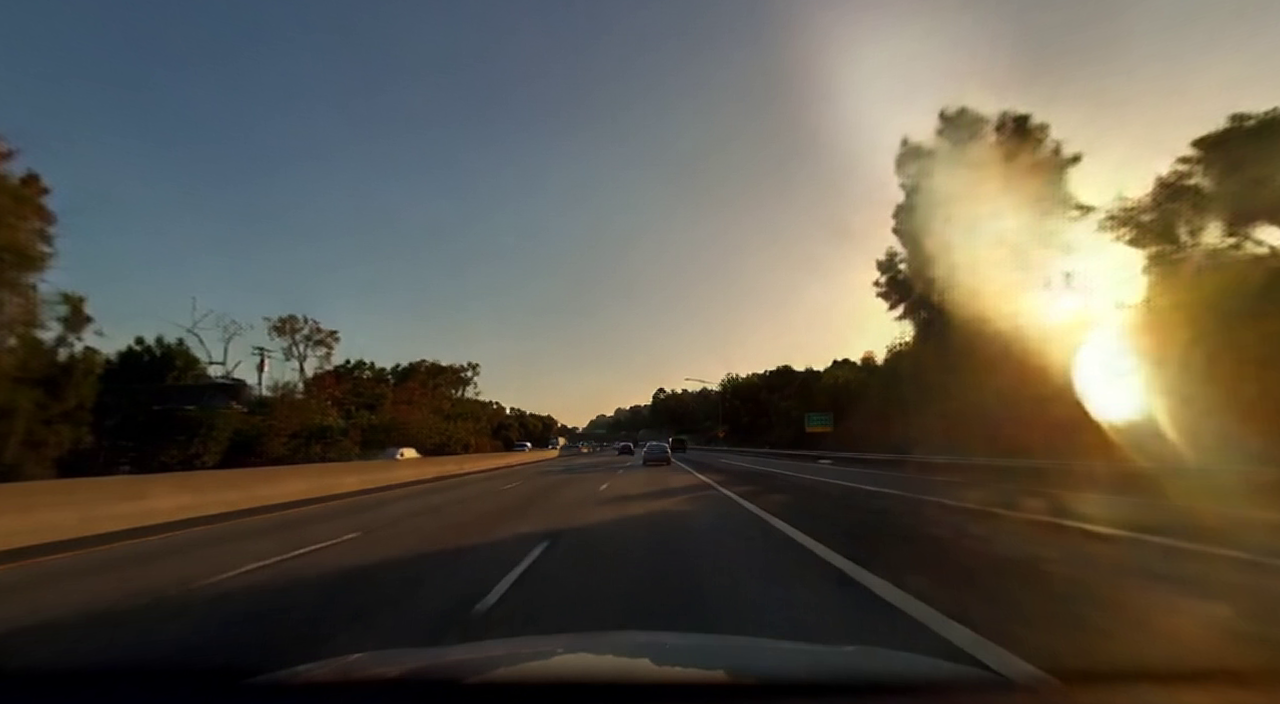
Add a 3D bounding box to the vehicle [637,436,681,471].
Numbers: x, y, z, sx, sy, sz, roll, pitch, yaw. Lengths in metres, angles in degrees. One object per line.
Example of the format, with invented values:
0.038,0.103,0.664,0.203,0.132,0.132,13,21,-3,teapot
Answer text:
0.965,5.533,34.665,2.260,1.766,4.348,0,-8,0,vehicle
